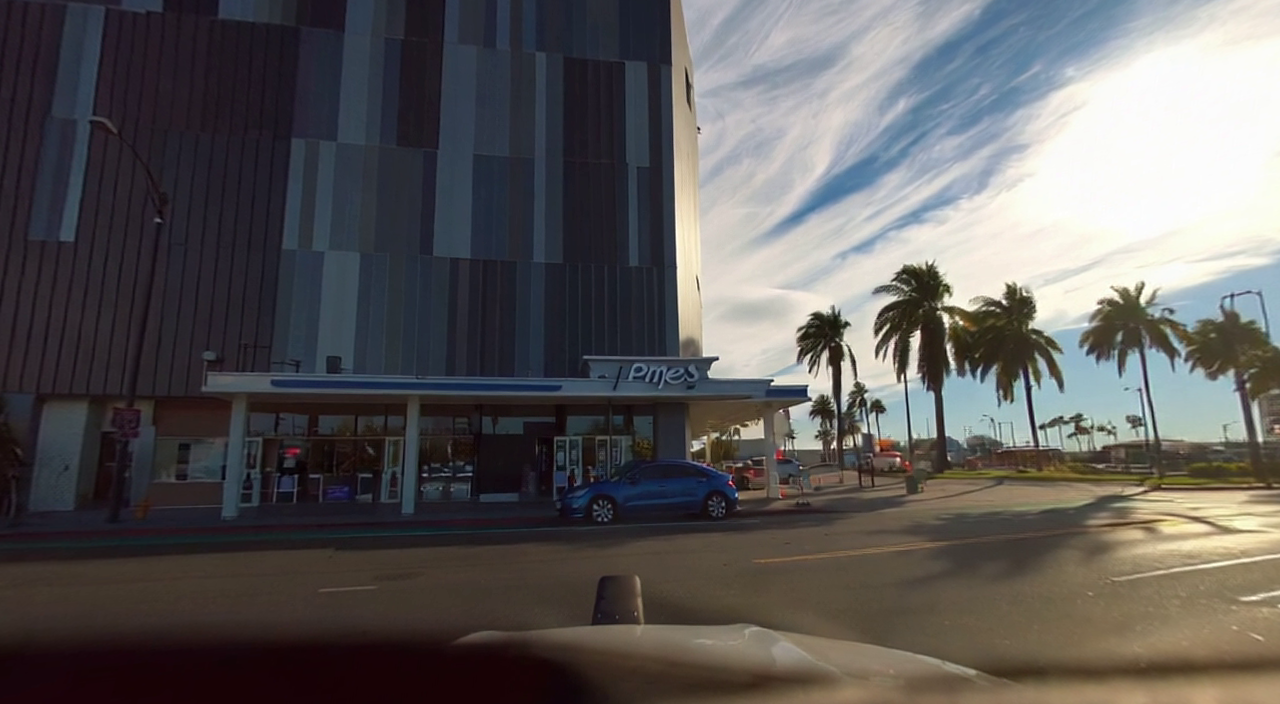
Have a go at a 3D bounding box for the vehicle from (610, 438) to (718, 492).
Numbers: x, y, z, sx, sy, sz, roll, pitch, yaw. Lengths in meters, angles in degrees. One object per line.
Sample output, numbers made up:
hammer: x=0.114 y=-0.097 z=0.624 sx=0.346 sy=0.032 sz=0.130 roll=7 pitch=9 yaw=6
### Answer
vehicle: x=1.357 y=6.414 z=35.860 sx=5.524 sy=2.504 sz=2.196 roll=8 pitch=-8 yaw=-22

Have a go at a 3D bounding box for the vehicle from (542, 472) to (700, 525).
vehicle: x=-0.567 y=4.637 z=20.298 sx=4.782 sy=1.371 sz=1.763 roll=4 pitch=-10 yaw=-27

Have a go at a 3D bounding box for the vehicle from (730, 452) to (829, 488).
vehicle: x=10.296 y=8.649 z=46.399 sx=7.026 sy=2.329 sz=2.545 roll=5 pitch=-7 yaw=-25
